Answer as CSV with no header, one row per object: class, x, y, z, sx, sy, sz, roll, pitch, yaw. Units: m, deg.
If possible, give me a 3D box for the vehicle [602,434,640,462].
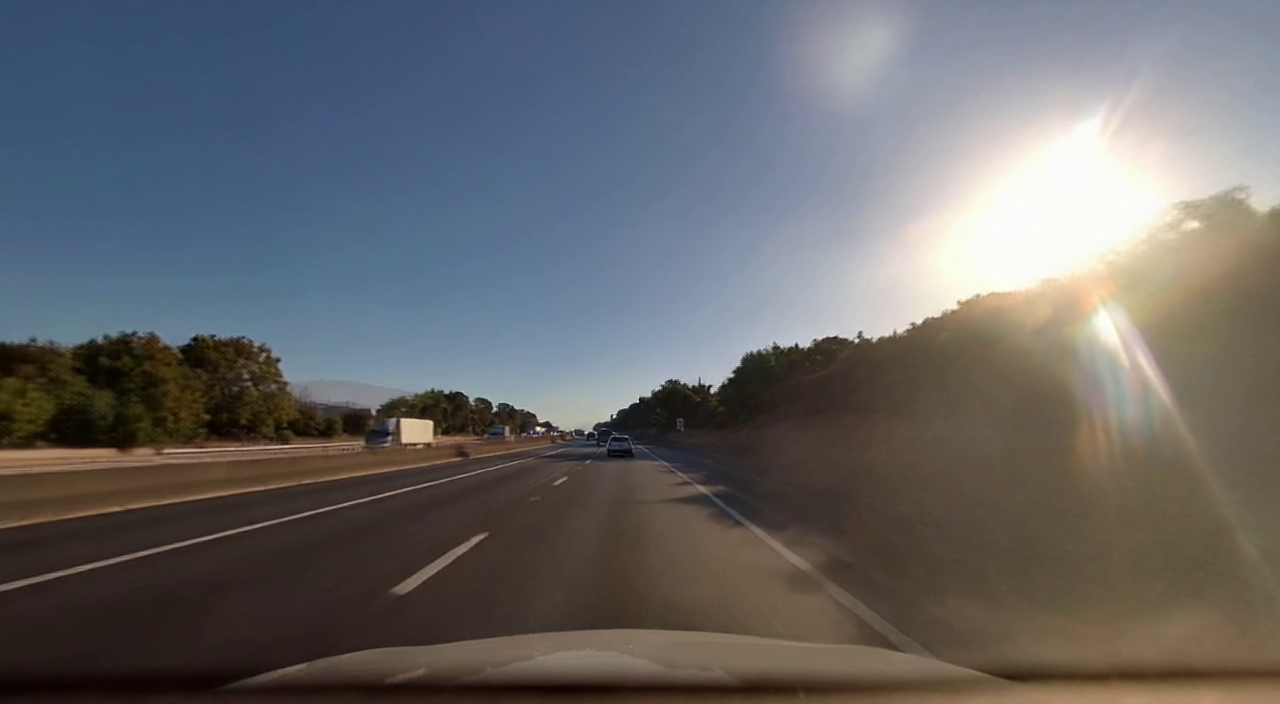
vehicle,-1.048,5.266,34.712,1.948,1.470,3.913,0,-8,-2
